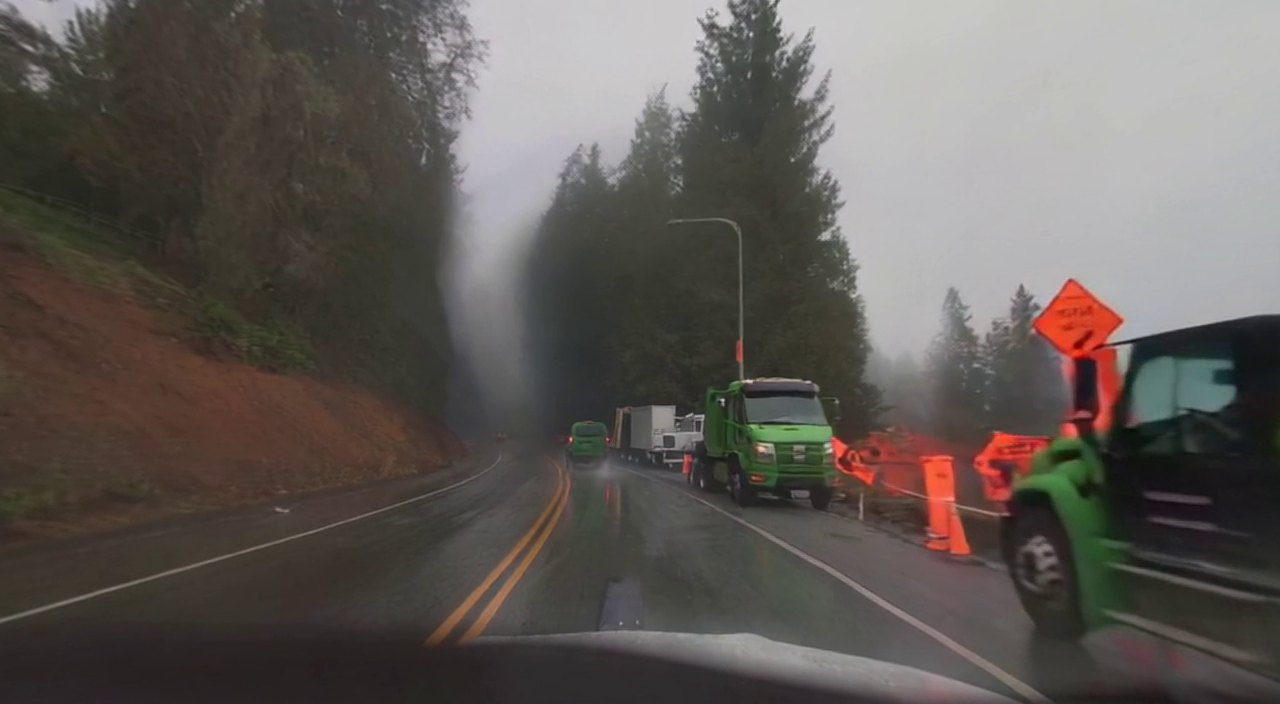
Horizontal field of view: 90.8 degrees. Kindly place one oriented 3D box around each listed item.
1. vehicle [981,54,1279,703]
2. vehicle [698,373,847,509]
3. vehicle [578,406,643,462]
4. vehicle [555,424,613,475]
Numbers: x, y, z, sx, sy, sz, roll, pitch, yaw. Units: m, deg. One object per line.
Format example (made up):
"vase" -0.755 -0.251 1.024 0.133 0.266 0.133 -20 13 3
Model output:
"vehicle" 4.654 -0.035 1.434 3.126 3.310 8.534 0 -9 2
"vehicle" 3.201 2.315 16.419 2.703 3.066 4.047 1 -9 -4
"vehicle" -2.538 6.547 49.685 2.967 3.874 10.436 2 -9 -14
"vehicle" -2.787 4.676 30.313 2.362 2.223 4.892 1 -9 -9
